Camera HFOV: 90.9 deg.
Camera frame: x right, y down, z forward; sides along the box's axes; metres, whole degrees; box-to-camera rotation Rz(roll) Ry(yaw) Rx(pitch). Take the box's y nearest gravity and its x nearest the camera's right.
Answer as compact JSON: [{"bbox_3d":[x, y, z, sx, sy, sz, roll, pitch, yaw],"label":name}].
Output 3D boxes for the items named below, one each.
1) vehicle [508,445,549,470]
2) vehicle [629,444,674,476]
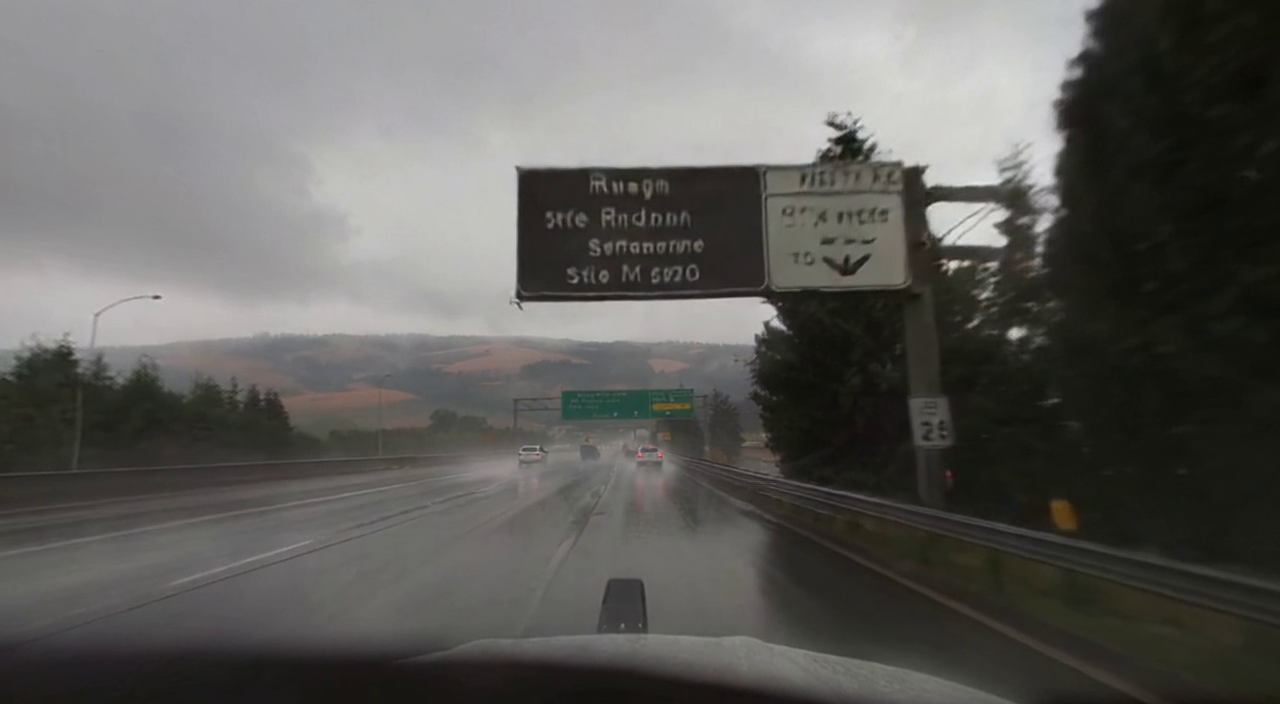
[{"bbox_3d":[-7.008,6.688,39.899,1.955,1.468,3.637,0,-9,-1],"label":"vehicle"},{"bbox_3d":[0.489,5.368,31.497,2.019,1.475,4.301,0,-9,-2],"label":"vehicle"}]
